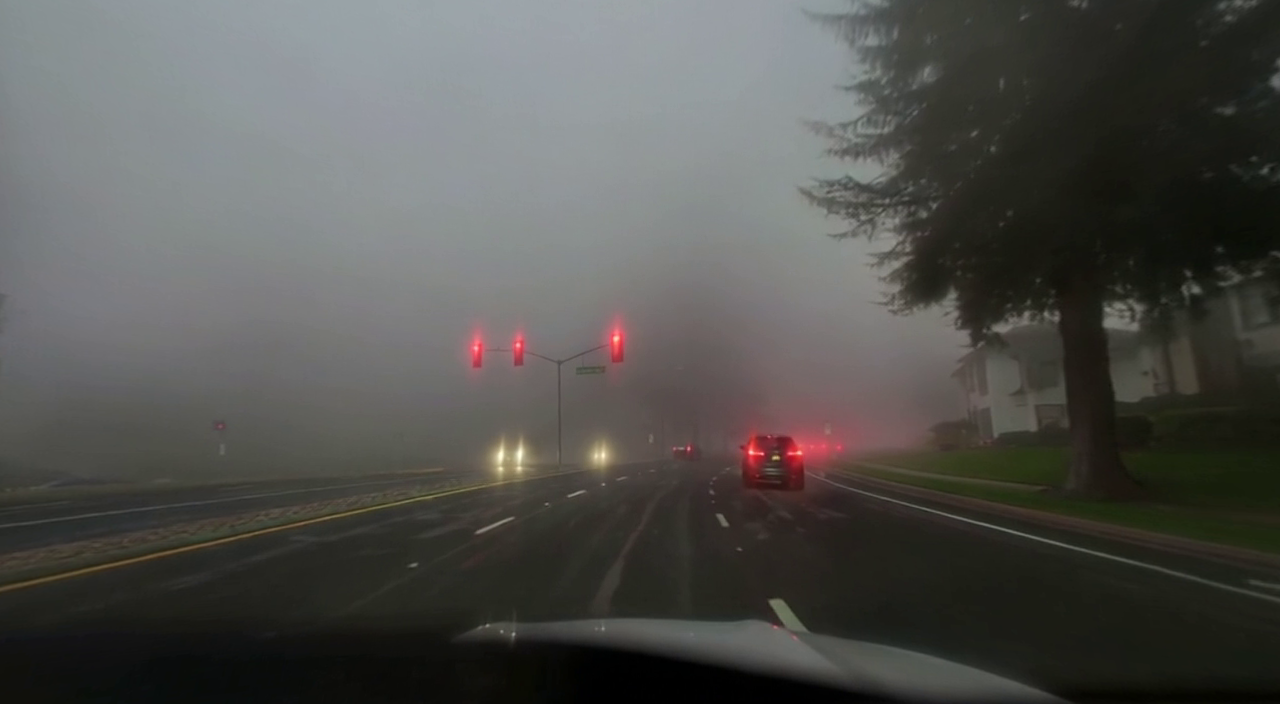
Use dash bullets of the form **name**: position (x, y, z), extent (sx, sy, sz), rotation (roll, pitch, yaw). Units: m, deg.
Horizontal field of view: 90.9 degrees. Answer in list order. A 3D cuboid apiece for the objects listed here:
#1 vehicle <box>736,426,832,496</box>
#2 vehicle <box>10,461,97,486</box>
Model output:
- **vehicle**: position (4.200, 3.259, 19.179), extent (2.141, 1.833, 4.704), rotation (-1, -9, 4)
- **vehicle**: position (-35.068, 7.277, 37.745), extent (3.339, 1.383, 1.865), rotation (0, -8, -1)
